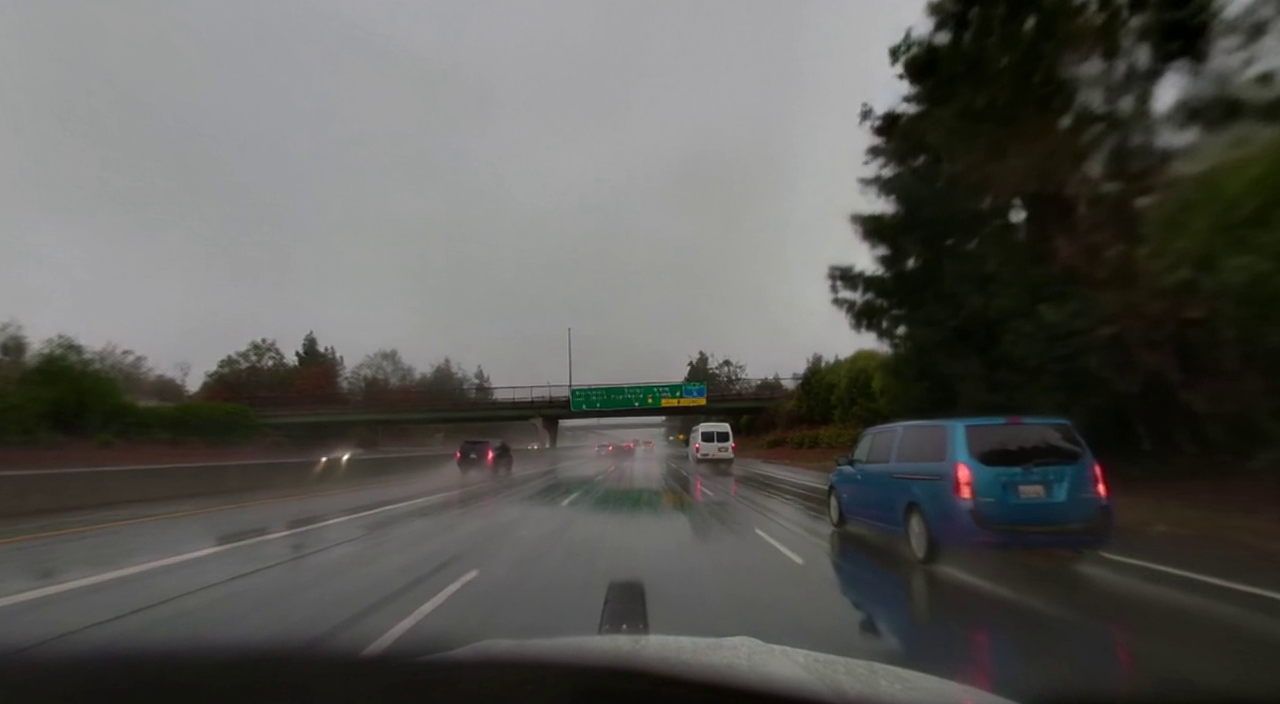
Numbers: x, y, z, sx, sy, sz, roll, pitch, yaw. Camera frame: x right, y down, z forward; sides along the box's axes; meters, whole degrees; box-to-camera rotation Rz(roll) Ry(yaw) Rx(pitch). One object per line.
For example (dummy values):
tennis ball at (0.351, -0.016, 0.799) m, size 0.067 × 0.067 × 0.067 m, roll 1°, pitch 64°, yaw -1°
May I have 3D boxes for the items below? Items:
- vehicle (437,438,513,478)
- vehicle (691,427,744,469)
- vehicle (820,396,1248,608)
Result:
vehicle at (-7.249, 4.701, 28.245) m, size 2.068 × 1.632 × 4.623 m, roll -1°, pitch -8°, yaw 1°
vehicle at (4.328, 5.529, 36.354) m, size 2.347 × 2.234 × 5.352 m, roll 0°, pitch -8°, yaw 0°
vehicle at (3.835, 1.551, 7.431) m, size 2.100 × 1.690 × 4.536 m, roll 0°, pitch -8°, yaw 0°
